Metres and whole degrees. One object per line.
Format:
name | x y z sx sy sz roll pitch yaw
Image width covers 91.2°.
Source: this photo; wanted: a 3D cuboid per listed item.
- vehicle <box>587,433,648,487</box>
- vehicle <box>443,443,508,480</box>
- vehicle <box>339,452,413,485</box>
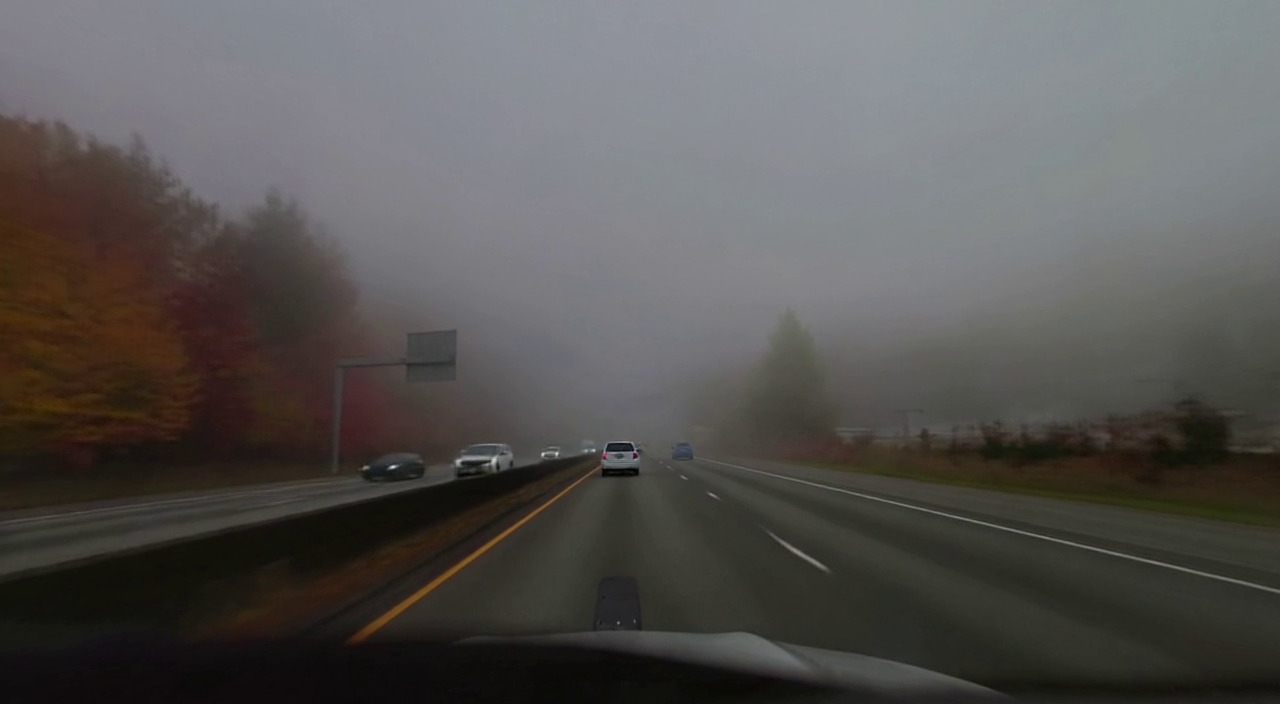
vehicle | -0.714 3.760 22.129 1.937 1.699 3.936 0 -9 0
vehicle | -8.924 5.993 34.500 2.152 1.839 5.038 -1 -9 0
vehicle | -13.565 5.996 32.500 1.896 1.501 4.530 0 -9 0
